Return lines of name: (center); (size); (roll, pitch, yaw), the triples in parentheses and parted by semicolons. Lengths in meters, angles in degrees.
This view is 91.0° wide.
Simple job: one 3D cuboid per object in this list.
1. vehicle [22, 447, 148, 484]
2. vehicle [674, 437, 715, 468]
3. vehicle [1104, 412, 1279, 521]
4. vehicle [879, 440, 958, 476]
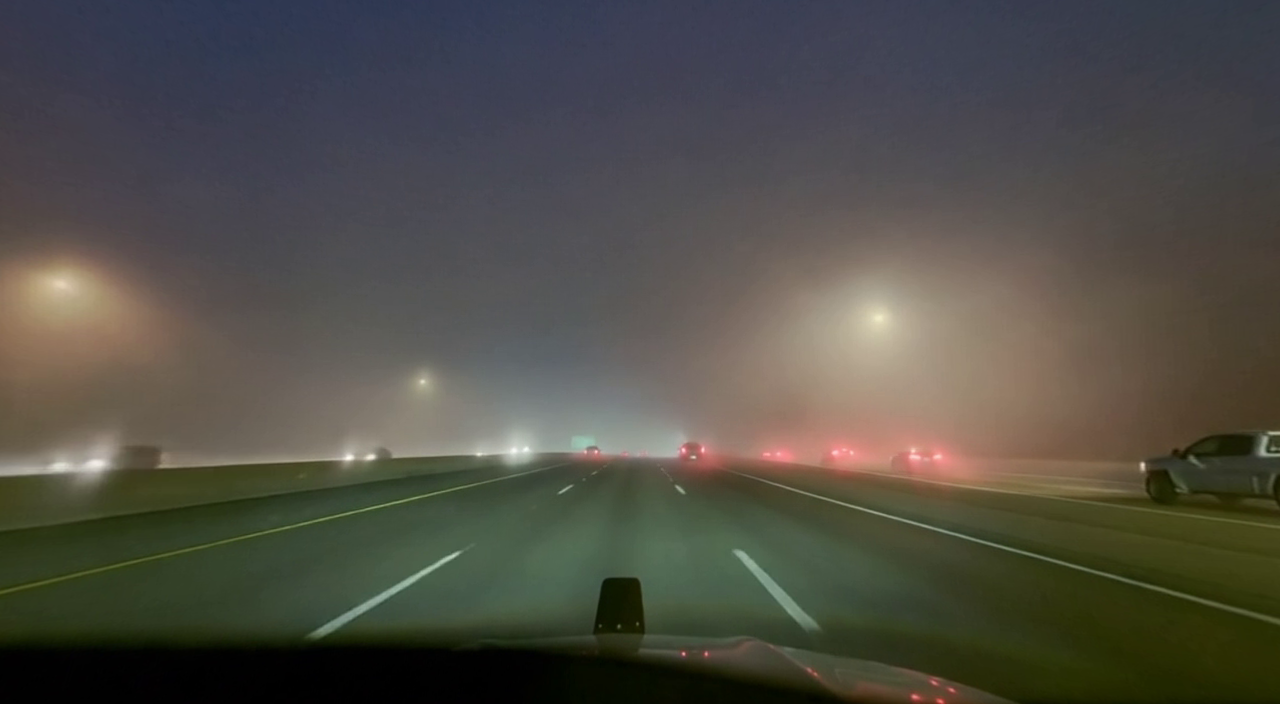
vehicle: (-25.486, 5.180, 29.136); (1.851, 1.544, 4.348); (0, -9, 0)
vehicle: (3.341, 6.316, 39.514); (2.147, 1.794, 4.538); (0, -9, -1)
vehicle: (14.025, 2.540, 14.130); (2.442, 2.140, 6.462); (0, -9, 2)
vehicle: (14.746, 5.608, 33.638); (2.116, 1.754, 4.727); (0, -9, 1)
